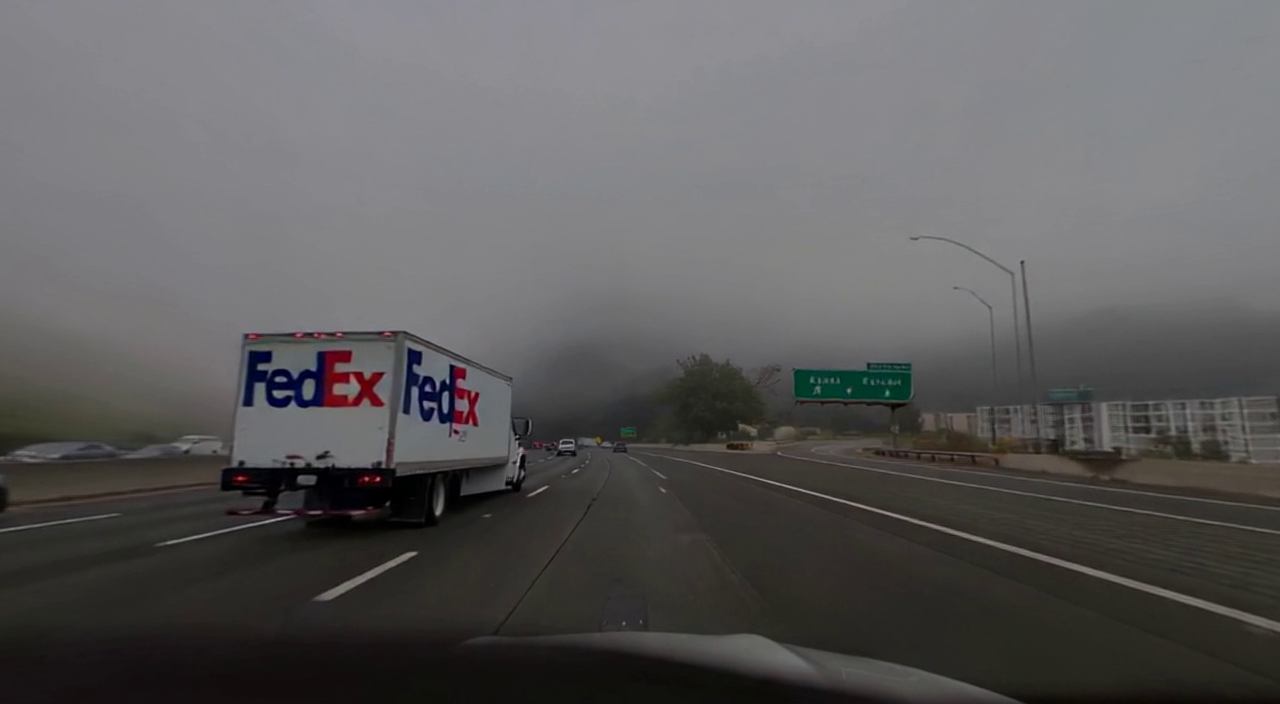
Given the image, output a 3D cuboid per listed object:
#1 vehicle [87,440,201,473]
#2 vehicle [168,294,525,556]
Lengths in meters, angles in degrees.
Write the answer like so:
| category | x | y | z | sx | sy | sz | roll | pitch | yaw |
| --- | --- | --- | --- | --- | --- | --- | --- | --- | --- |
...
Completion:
| category | x | y | z | sx | sy | sz | roll | pitch | yaw |
| --- | --- | --- | --- | --- | --- | --- | --- | --- | --- |
| vehicle | -24.044 | 5.069 | 30.840 | 1.870 | 1.466 | 4.679 | 0 | -8 | -1 |
| vehicle | -4.242 | 1.400 | 11.520 | 2.798 | 3.212 | 7.573 | 0 | -8 | 0 |
